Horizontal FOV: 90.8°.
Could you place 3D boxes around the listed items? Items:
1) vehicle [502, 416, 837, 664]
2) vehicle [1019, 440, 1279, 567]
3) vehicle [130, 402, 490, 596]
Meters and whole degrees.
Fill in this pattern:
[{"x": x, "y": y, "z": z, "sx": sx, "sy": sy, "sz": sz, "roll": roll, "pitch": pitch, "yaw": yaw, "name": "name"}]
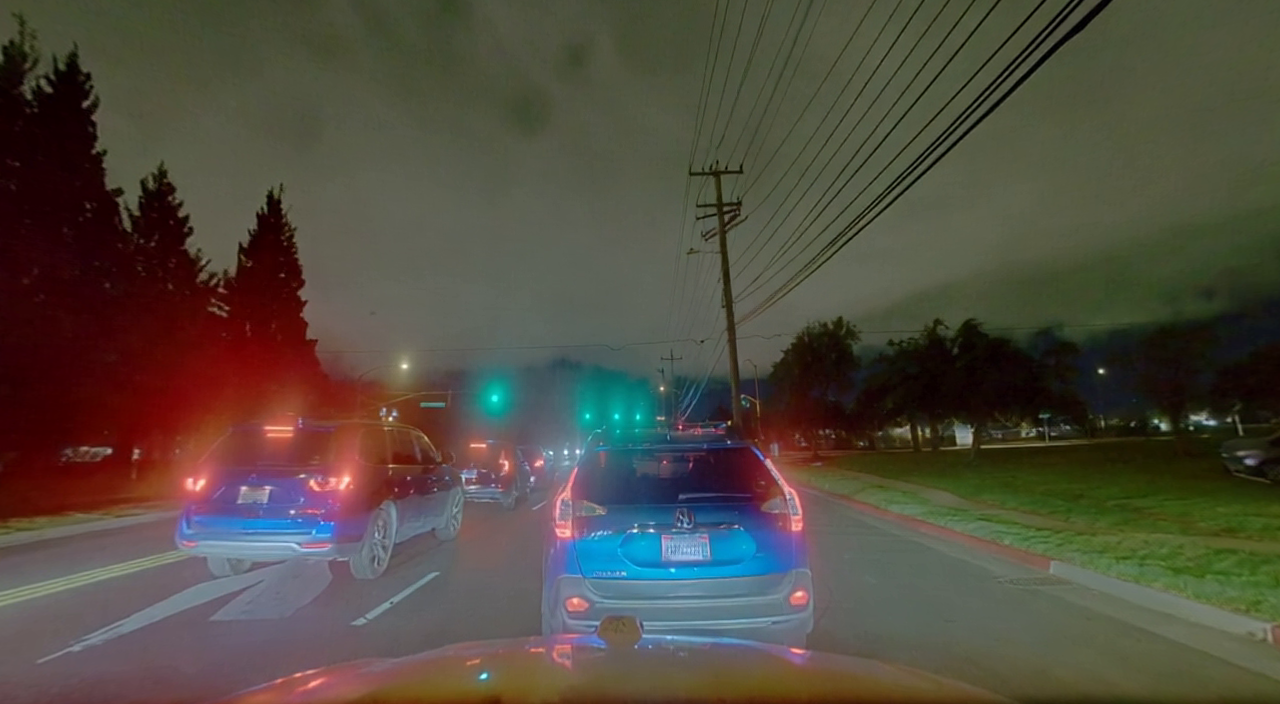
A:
[{"x": 0.116, "y": 1.451, "z": 5.952, "sx": 2.056, "sy": 1.487, "sz": 4.003, "roll": 0, "pitch": -9, "yaw": -2, "name": "vehicle"}, {"x": 8.388, "y": 2.161, "z": 9.928, "sx": 1.993, "sy": 1.508, "sz": 4.521, "roll": 0, "pitch": -9, "yaw": -1, "name": "vehicle"}, {"x": -3.473, "y": 1.636, "z": 7.874, "sx": 2.105, "sy": 1.706, "sz": 4.337, "roll": 0, "pitch": -9, "yaw": 0, "name": "vehicle"}]
